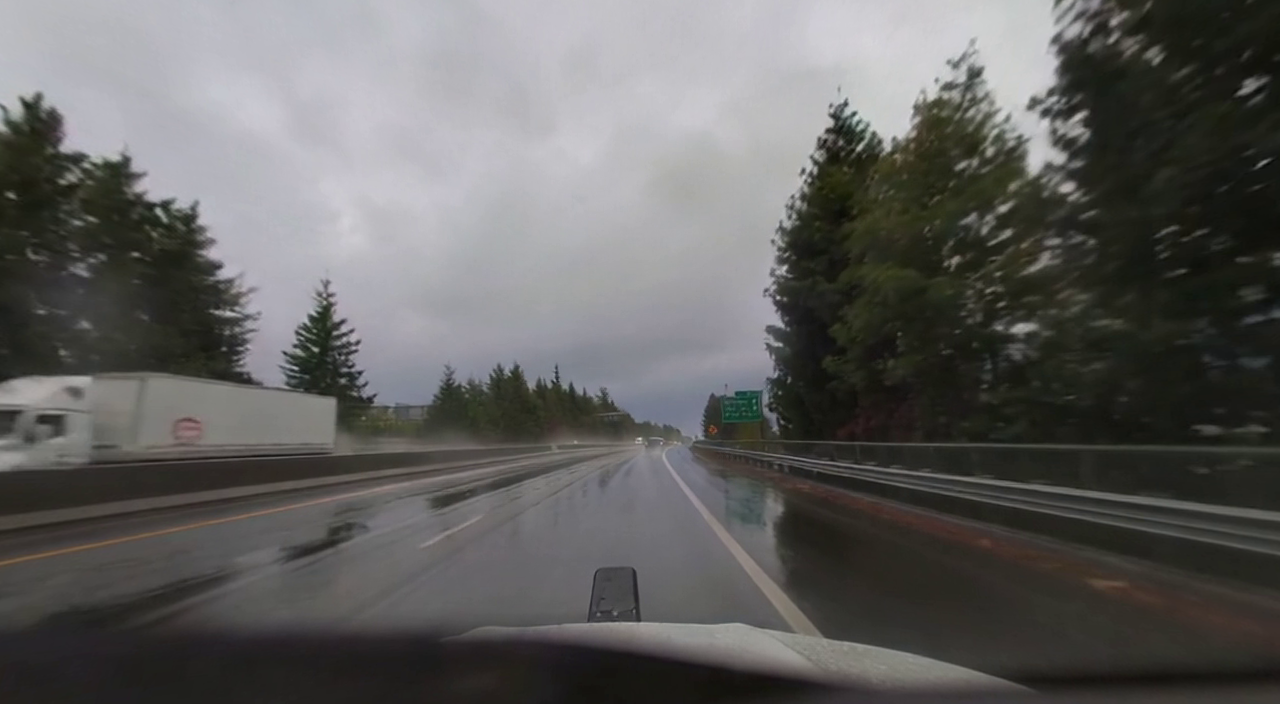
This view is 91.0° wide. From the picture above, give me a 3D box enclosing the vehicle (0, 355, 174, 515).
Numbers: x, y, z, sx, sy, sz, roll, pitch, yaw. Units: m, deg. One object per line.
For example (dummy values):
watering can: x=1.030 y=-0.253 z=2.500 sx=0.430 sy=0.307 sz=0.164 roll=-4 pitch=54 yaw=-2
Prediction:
vehicle: x=-17.561 y=2.474 z=18.471 sx=3.016 sy=3.977 sz=5.961 roll=0 pitch=-8 yaw=0
